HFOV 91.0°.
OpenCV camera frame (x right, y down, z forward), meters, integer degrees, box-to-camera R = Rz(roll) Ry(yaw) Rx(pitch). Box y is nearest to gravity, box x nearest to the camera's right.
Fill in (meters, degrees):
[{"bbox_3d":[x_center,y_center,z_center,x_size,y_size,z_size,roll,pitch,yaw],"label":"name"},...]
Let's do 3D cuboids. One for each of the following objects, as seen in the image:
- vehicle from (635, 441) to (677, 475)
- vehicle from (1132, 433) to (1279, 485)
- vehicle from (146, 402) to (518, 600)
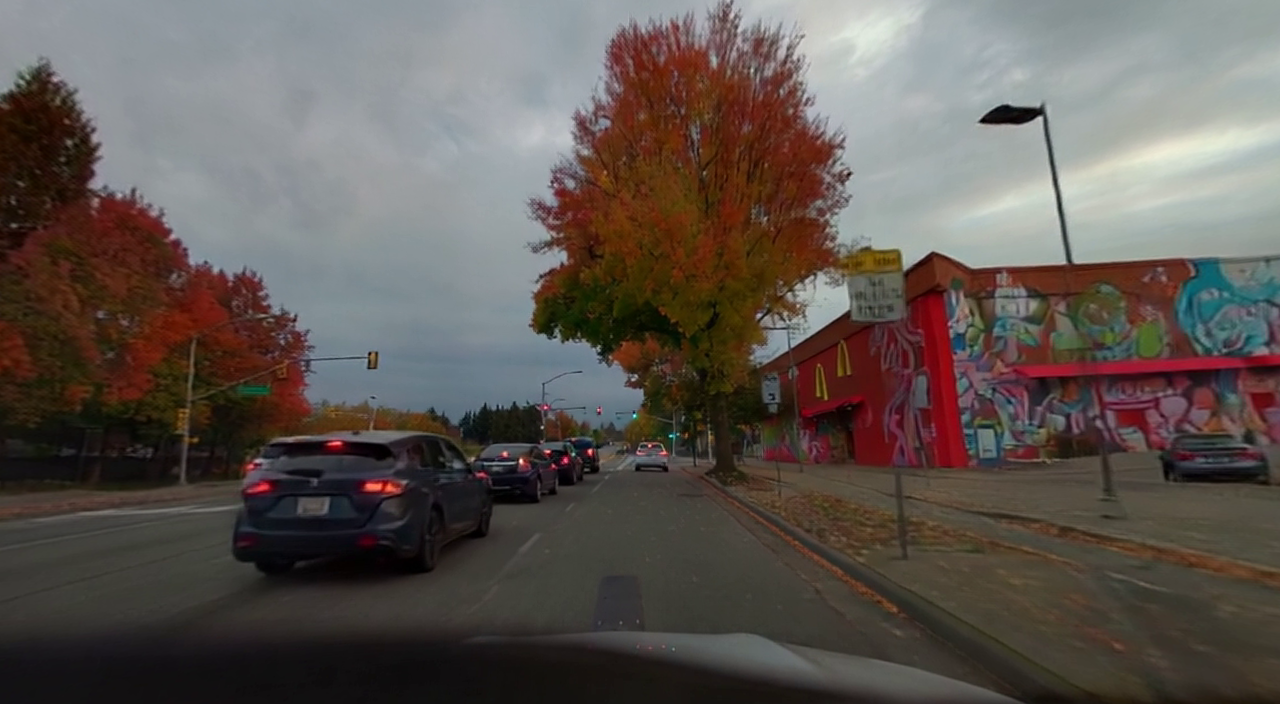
[{"bbox_3d":[0.829,5.641,33.806,2.144,1.704,4.028,0,-8,1],"label":"vehicle"},{"bbox_3d":[20.523,3.820,22.810,1.917,1.675,4.450,0,-8,3],"label":"vehicle"},{"bbox_3d":[-3.095,1.613,7.721,2.165,1.663,4.513,0,-9,1],"label":"vehicle"}]
